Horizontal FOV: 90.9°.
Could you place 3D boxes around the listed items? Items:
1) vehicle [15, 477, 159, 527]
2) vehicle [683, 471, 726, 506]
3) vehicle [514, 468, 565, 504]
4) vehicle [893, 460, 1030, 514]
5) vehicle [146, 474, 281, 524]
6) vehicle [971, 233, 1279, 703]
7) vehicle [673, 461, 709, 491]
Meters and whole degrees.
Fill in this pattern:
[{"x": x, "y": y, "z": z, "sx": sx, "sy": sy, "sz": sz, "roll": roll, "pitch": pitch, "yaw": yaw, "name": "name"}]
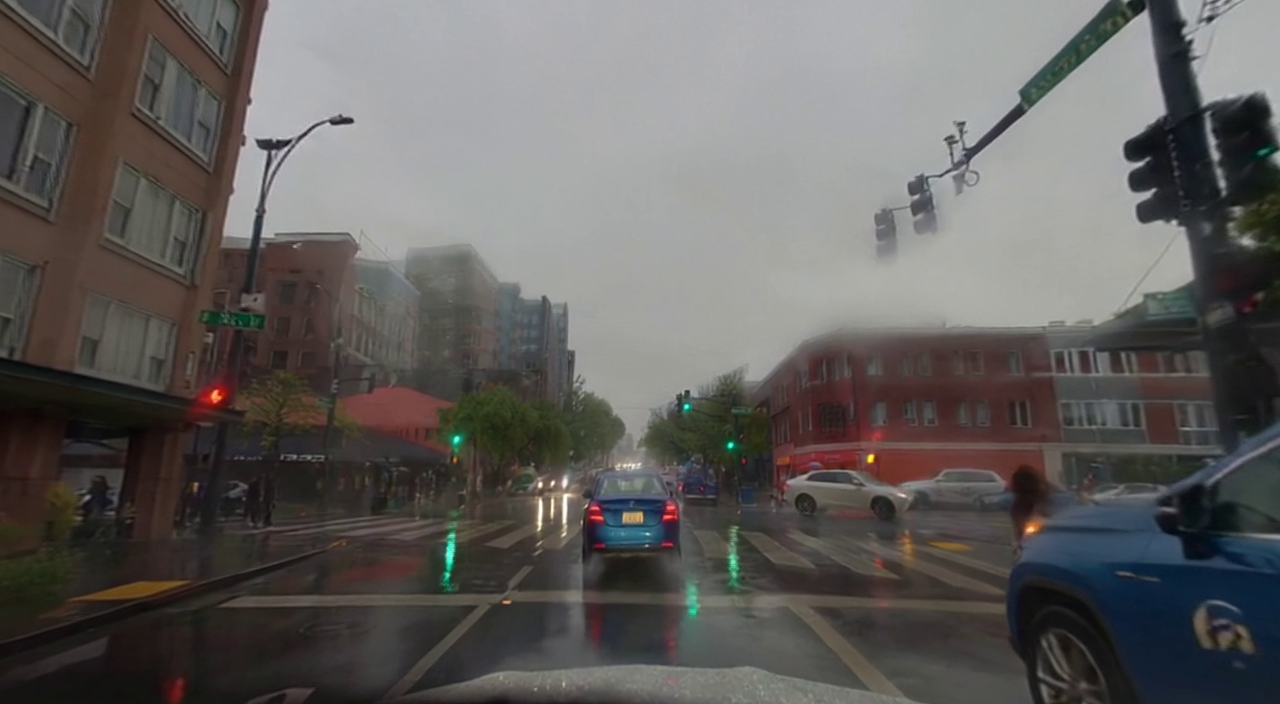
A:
[{"x": -25.348, "y": 6.875, "z": 29.043, "sx": 4.588, "sy": 2.048, "sz": 2.110, "roll": -1, "pitch": -9, "yaw": 1, "name": "vehicle"}, {"x": 3.786, "y": 8.154, "z": 37.894, "sx": 1.908, "sy": 1.741, "sz": 4.066, "roll": 0, "pitch": -9, "yaw": -3, "name": "vehicle"}, {"x": -6.008, "y": 8.052, "z": 38.198, "sx": 2.226, "sy": 1.896, "sz": 4.438, "roll": -1, "pitch": -9, "yaw": 1, "name": "vehicle"}, {"x": 14.694, "y": 6.177, "z": 29.054, "sx": 4.974, "sy": 2.266, "sz": 2.324, "roll": 0, "pitch": -9, "yaw": -1, "name": "vehicle"}, {"x": -19.507, "y": 6.723, "z": 28.990, "sx": 4.750, "sy": 2.083, "sz": 2.002, "roll": -1, "pitch": -9, "yaw": 3, "name": "vehicle"}, {"x": 3.186, "y": 0.429, "z": 0.444, "sx": 2.632, "sy": 1.979, "sz": 6.096, "roll": -1, "pitch": -9, "yaw": 1, "name": "vehicle"}, {"x": 3.762, "y": 9.223, "z": 47.244, "sx": 2.365, "sy": 1.994, "sz": 4.259, "roll": 0, "pitch": -9, "yaw": 0, "name": "vehicle"}]
